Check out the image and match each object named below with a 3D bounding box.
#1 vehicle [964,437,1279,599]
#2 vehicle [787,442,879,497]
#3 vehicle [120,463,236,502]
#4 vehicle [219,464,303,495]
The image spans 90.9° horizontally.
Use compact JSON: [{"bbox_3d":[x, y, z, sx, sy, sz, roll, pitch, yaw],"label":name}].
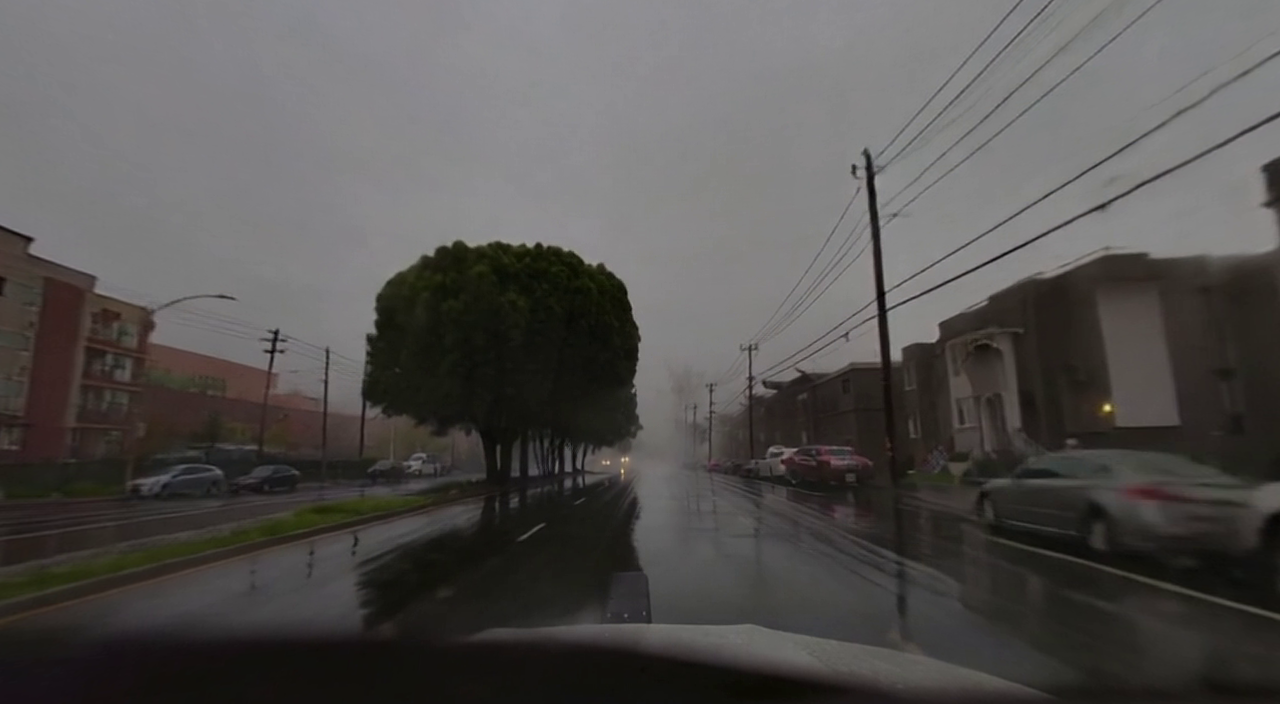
[{"bbox_3d":[6.785,1.988,8.703,1.881,1.559,4.959,0,-8,-2],"label":"vehicle"},{"bbox_3d":[7.121,4.353,23.798,1.998,1.819,4.621,0,-8,0],"label":"vehicle"},{"bbox_3d":[-22.286,6.283,30.697,1.966,1.595,4.719,-1,-8,1],"label":"vehicle"},{"bbox_3d":[-22.081,7.436,36.989,1.921,1.508,4.738,-1,-8,1],"label":"vehicle"}]
